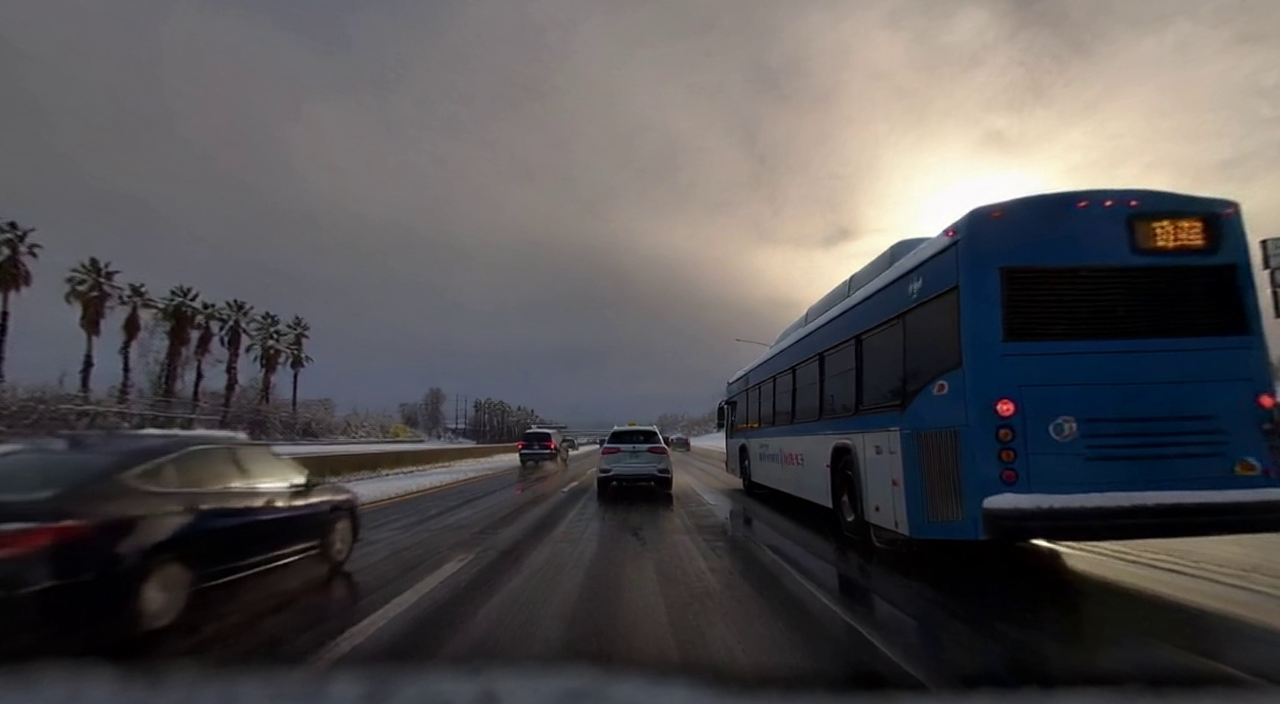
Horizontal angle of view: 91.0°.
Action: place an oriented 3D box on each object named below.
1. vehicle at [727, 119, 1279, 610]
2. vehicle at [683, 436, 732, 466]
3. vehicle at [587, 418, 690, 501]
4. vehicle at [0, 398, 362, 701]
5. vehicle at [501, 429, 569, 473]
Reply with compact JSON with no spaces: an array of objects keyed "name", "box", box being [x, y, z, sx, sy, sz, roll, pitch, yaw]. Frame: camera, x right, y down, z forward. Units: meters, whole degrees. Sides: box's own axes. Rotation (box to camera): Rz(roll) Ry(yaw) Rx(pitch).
[{"name":"vehicle","box":[4.024,1.054,11.683,3.020,3.622,14.302,0,-9,1]},{"name":"vehicle","box":[3.631,5.430,34.656,2.039,1.516,4.521,0,-9,-2]},{"name":"vehicle","box":[0.002,2.681,16.015,2.268,1.796,4.280,0,-9,1]},{"name":"vehicle","box":[-4.307,1.281,5.017,2.040,1.536,4.680,0,-9,0]},{"name":"vehicle","box":[-4.512,4.376,27.954,2.100,1.765,4.743,0,-9,1]}]
